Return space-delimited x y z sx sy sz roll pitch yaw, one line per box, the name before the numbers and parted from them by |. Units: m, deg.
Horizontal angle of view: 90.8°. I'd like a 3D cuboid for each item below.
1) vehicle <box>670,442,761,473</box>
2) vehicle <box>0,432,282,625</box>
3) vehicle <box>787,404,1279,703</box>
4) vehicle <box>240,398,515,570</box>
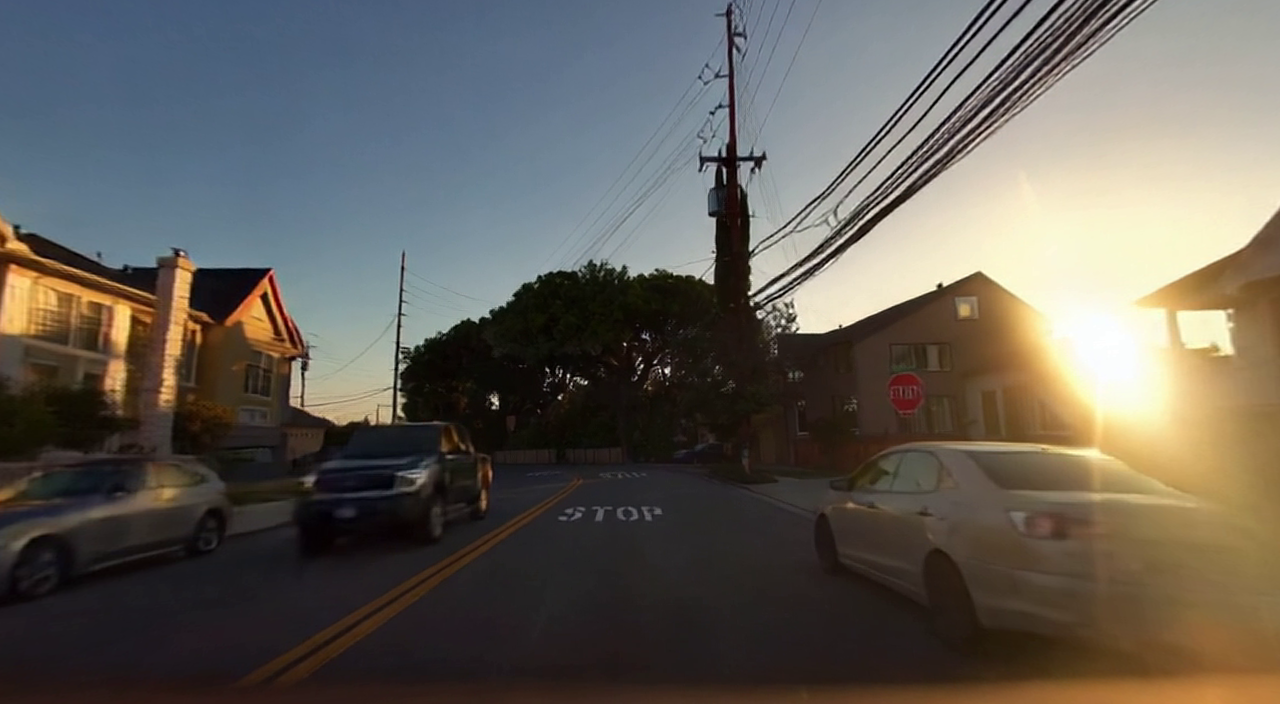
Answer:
vehicle | 5.027 7.069 42.322 5.578 1.842 2.300 4 -10 -12
vehicle | -6.841 1.900 7.718 2.156 1.728 4.619 -2 -8 2
vehicle | 2.729 1.325 4.961 2.080 1.531 4.415 0 -9 0
vehicle | -3.488 1.858 9.636 2.277 1.970 4.512 0 -9 -1
